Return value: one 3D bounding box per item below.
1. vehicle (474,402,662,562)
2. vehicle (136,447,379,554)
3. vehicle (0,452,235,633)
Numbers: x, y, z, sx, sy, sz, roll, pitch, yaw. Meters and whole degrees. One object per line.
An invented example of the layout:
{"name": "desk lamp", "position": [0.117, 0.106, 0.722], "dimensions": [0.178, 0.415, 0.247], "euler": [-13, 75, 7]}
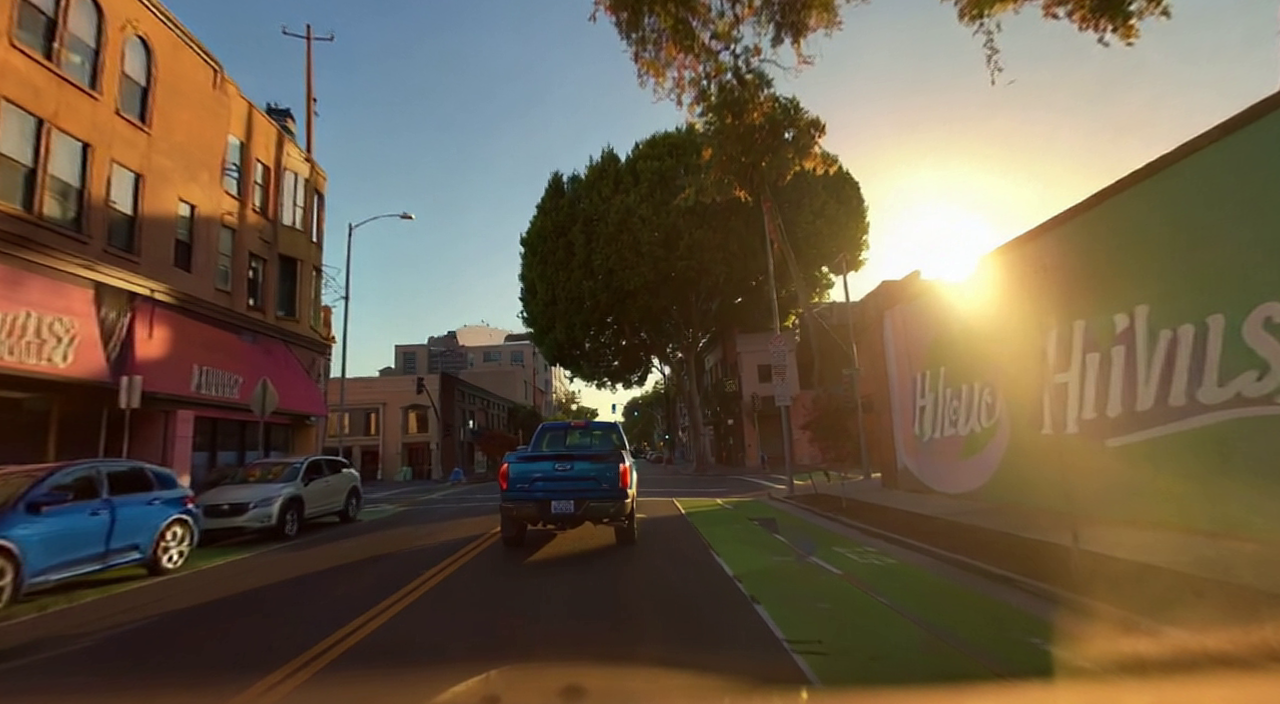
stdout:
{"name": "vehicle", "position": [-0.831, 1.884, 9.881], "dimensions": [2.215, 1.882, 4.611], "euler": [0, -8, 1]}
{"name": "vehicle", "position": [-7.434, 2.865, 13.122], "dimensions": [1.884, 1.730, 5.076], "euler": [0, -8, 0]}
{"name": "vehicle", "position": [-7.162, 2.065, 7.461], "dimensions": [1.882, 1.686, 4.489], "euler": [0, -8, -2]}
